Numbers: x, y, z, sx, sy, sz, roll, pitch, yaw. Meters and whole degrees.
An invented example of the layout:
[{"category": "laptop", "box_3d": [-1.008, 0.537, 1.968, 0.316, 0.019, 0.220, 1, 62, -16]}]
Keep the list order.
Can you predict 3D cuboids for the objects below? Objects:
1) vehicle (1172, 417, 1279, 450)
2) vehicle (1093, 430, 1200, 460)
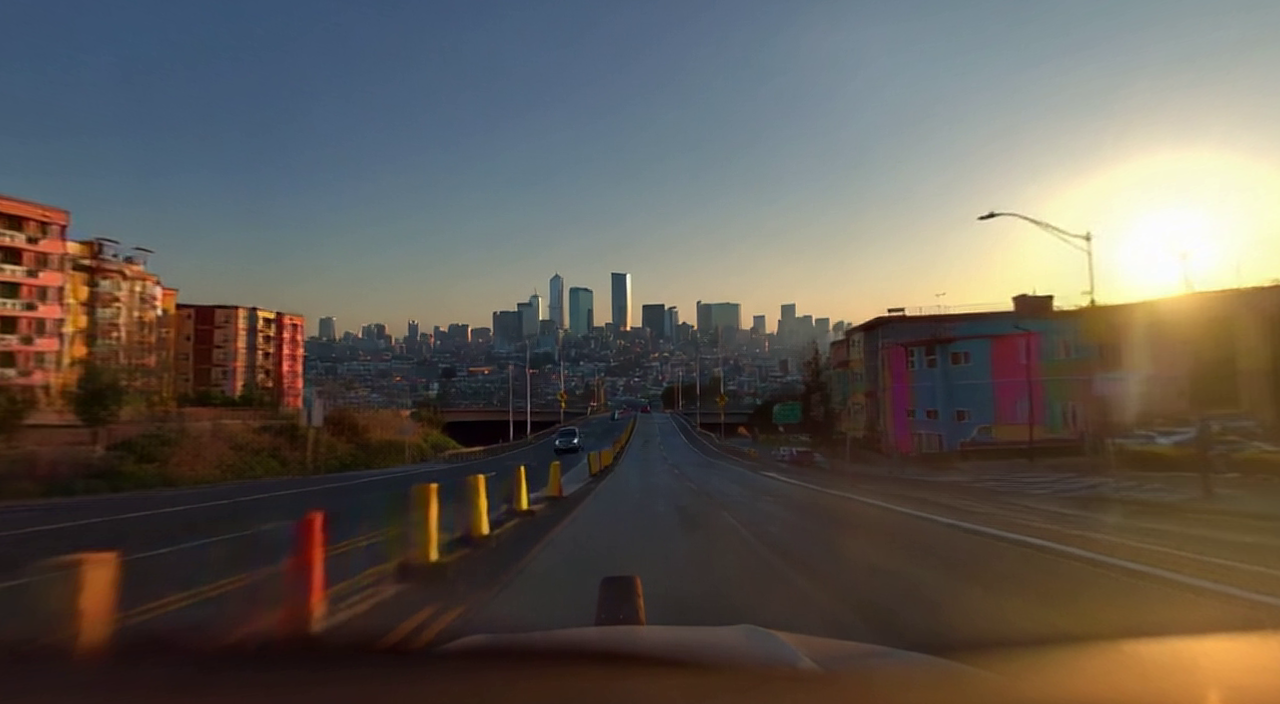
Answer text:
[{"category": "vehicle", "box_3d": [33.382, 4.654, 35.979, 4.348, 1.783, 2.038, 1, -8, -3]}, {"category": "vehicle", "box_3d": [28.663, 5.265, 35.871, 4.400, 1.614, 1.916, 0, -8, -1]}]
